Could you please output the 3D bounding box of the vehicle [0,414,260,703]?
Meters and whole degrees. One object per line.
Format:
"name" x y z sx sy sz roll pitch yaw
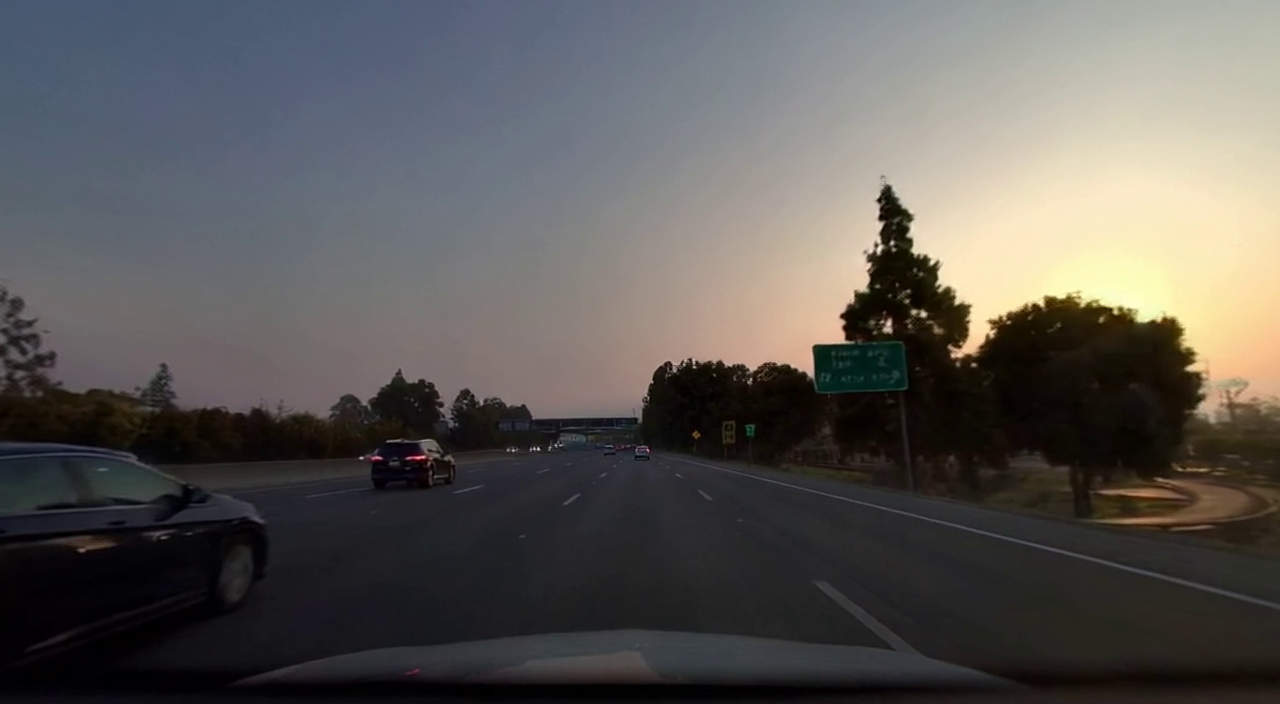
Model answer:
"vehicle" -4.066 1.008 2.730 1.967 1.488 4.565 0 -8 1

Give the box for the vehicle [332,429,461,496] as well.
"vehicle" -7.375 3.382 19.735 2.032 1.808 4.776 0 -8 1

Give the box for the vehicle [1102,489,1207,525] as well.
"vehicle" 33.493 10.046 41.296 2.108 1.784 4.918 2 -8 -13

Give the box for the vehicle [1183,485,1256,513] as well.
"vehicle" 41.006 10.381 44.819 1.732 1.505 4.392 -2 -9 13
